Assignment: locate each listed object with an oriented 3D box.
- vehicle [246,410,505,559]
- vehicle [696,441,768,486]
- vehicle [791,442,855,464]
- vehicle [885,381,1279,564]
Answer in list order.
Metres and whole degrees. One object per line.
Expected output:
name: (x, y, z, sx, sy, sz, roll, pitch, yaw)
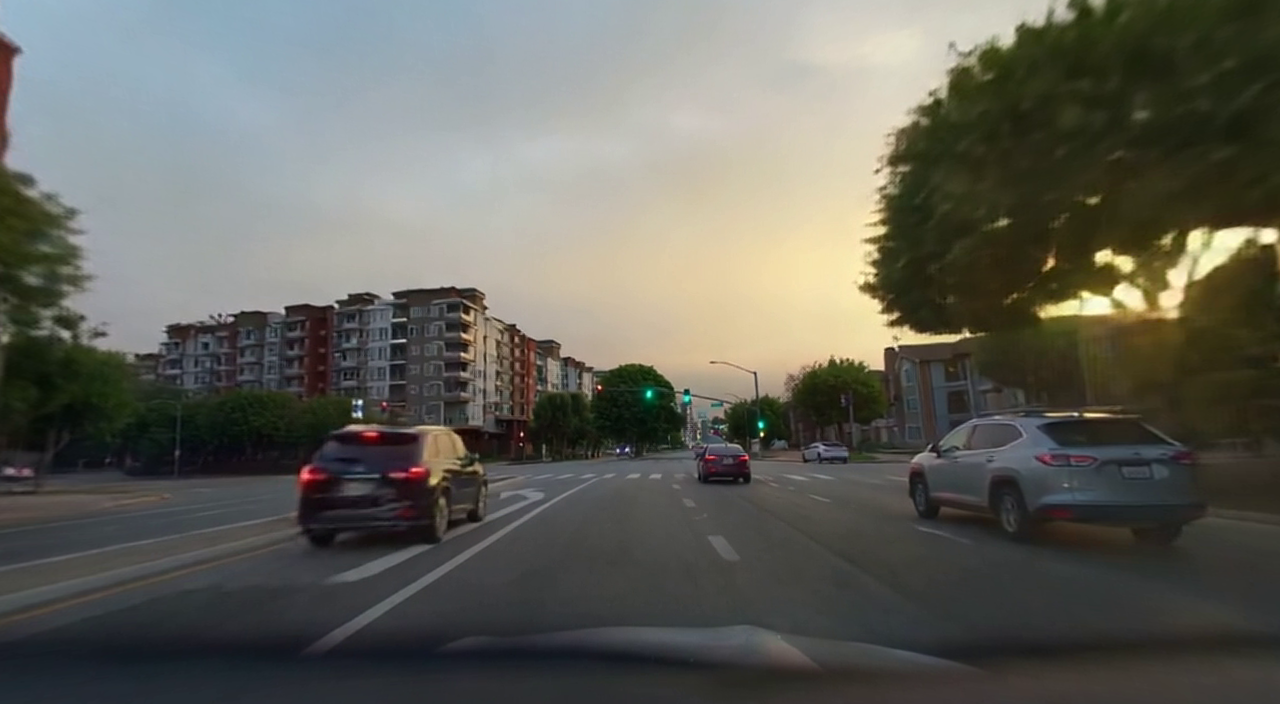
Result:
vehicle: (-3.536, 1.861, 9.531, 2.065, 1.716, 4.265, 0, -9, -1)
vehicle: (3.279, 4.088, 23.456, 2.003, 1.480, 4.494, 0, -9, 0)
vehicle: (13.697, 7.577, 47.451, 2.051, 1.589, 4.135, 8, -12, -43)
vehicle: (6.217, 1.760, 9.938, 2.427, 2.017, 5.763, 0, -9, 0)
